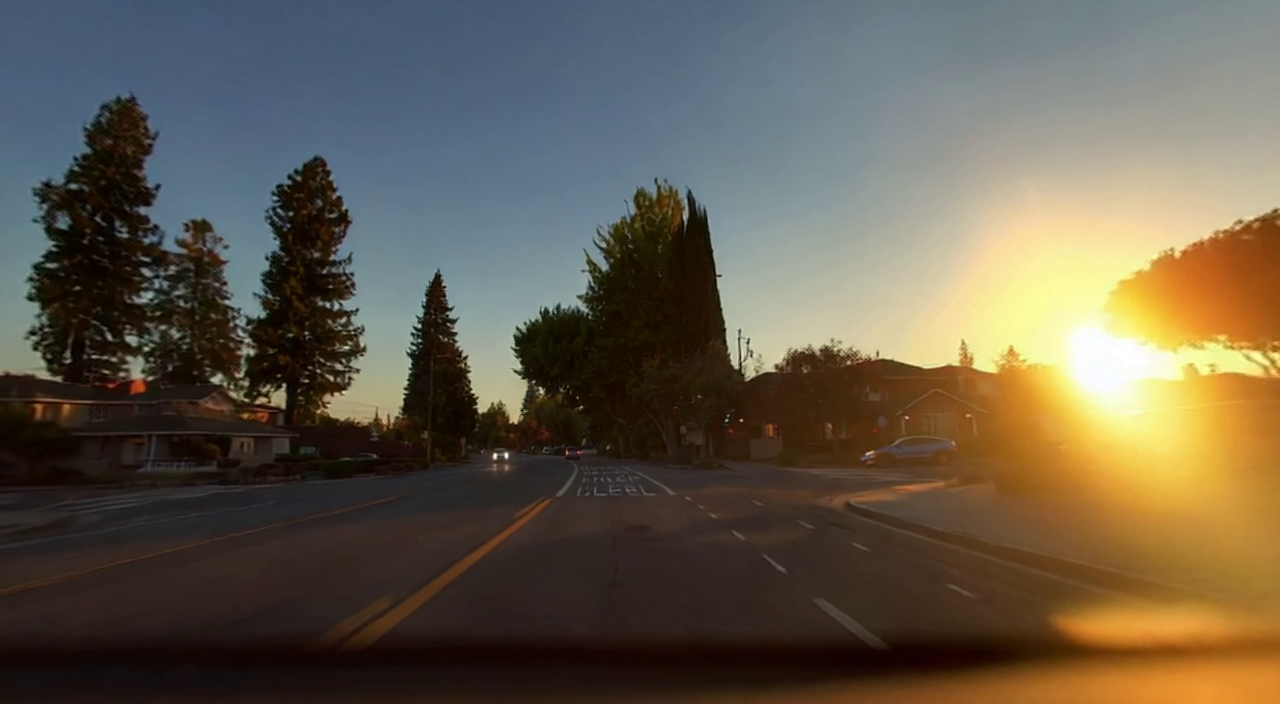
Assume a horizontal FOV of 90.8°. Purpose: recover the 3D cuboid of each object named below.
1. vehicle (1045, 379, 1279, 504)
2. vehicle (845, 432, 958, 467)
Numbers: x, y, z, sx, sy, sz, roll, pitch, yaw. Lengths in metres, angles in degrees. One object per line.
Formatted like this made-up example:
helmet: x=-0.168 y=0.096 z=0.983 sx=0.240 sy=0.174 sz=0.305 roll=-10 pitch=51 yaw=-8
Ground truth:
vehicle: x=11.533 y=1.690 z=11.950 sx=5.949 sy=2.092 sz=2.570 roll=0 pitch=-9 yaw=-1
vehicle: x=12.892 y=4.838 z=31.361 sx=4.702 sy=1.661 sz=1.977 roll=0 pitch=-8 yaw=0
